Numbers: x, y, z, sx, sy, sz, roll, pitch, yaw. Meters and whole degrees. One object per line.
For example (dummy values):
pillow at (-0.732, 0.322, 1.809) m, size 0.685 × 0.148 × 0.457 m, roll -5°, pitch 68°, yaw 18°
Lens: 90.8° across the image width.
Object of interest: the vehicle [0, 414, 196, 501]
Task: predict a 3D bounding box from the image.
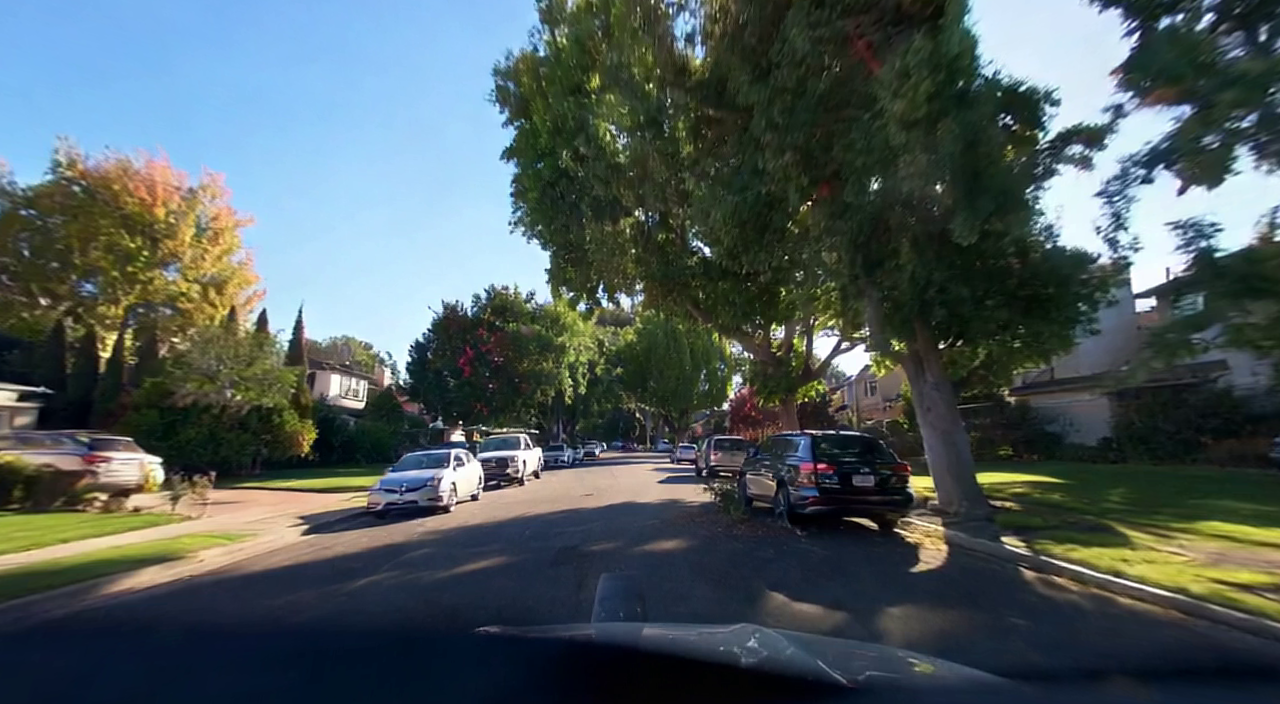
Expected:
vehicle at (-13.274, 2.255, 13.807) m, size 5.334 × 1.743 × 2.259 m, roll 0°, pitch -7°, yaw -3°

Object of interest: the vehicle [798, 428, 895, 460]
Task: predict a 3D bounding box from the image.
vehicle at (12.324, 5.512, 37.894) m, size 5.043 × 1.865 × 2.026 m, roll 0°, pitch -8°, yaw -1°

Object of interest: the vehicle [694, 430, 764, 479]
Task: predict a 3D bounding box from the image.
vehicle at (3.482, 4.120, 25.528) m, size 2.082 × 1.790 × 4.330 m, roll 0°, pitch -8°, yaw -1°

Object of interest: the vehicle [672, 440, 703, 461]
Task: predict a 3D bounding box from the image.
vehicle at (3.473, 7.303, 46.789) m, size 1.945 × 1.495 × 3.983 m, roll 0°, pitch -8°, yaw -1°

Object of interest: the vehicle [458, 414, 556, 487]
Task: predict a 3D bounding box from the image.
vehicle at (-4.917, 3.730, 24.646) m, size 2.476 × 2.434 × 6.543 m, roll -1°, pitch -7°, yaw -1°

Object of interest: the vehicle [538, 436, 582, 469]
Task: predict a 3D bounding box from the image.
vehicle at (-4.863, 6.113, 38.953) m, size 2.140 × 1.815 × 4.926 m, roll 0°, pitch -7°, yaw -1°

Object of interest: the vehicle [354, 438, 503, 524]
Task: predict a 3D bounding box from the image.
vehicle at (-4.518, 2.764, 14.316) m, size 2.031 × 1.479 × 4.497 m, roll -2°, pitch -7°, yaw -3°
